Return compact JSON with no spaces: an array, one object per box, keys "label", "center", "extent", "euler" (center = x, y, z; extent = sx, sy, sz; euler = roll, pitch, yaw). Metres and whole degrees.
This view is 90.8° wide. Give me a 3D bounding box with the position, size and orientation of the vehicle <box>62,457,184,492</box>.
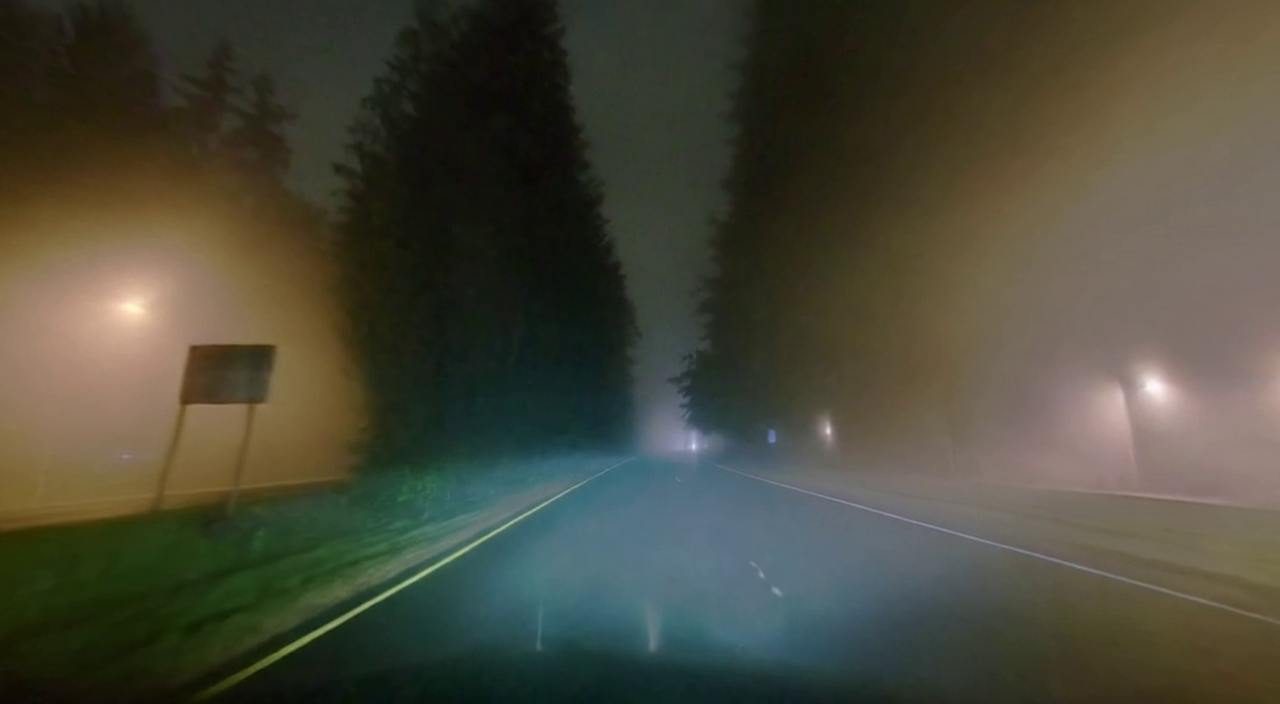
[{"label":"vehicle","center":[-32.169,7.591,39.406],"extent":[5.647,2.071,2.194],"euler":[0,-9,2]}]
